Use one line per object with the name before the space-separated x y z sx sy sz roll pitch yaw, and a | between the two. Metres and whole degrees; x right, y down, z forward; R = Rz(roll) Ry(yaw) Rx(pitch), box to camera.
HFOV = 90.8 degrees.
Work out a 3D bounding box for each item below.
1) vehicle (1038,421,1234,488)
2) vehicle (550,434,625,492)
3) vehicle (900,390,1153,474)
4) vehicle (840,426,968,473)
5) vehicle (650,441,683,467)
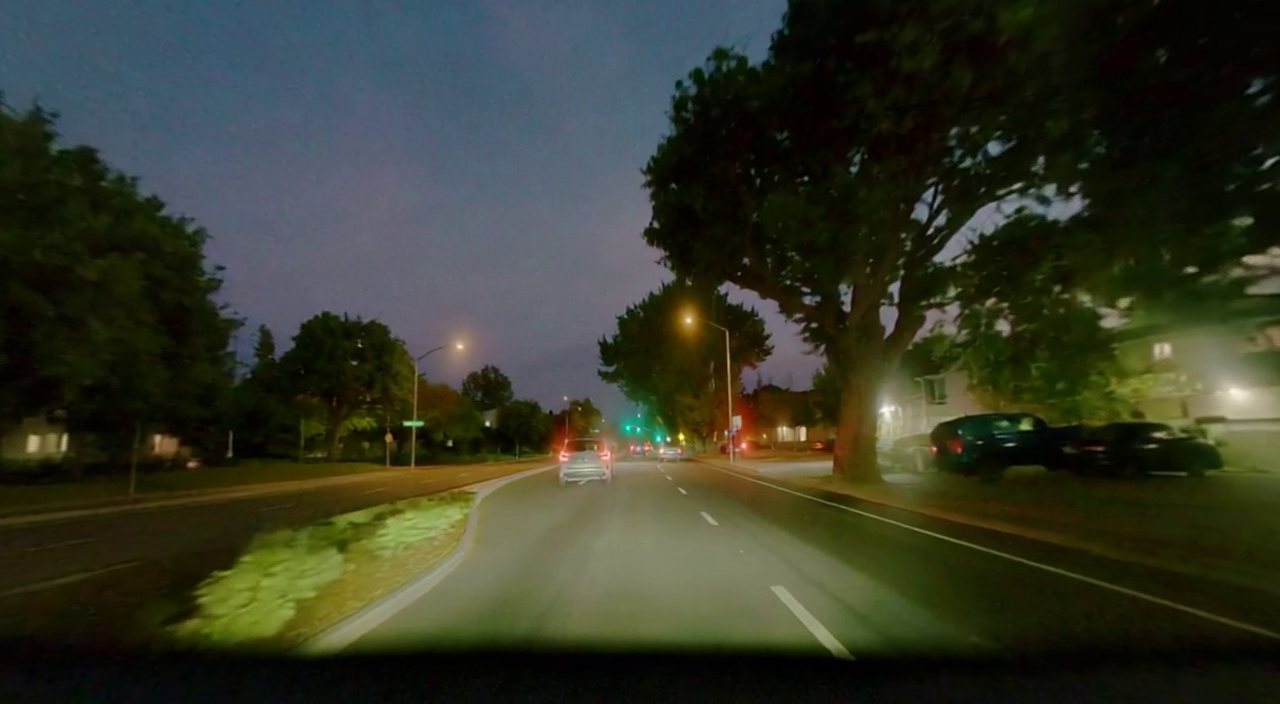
vehicle | 12.028 2.483 15.462 1.740 1.431 3.431 8 -11 -42
vehicle | -1.754 3.650 21.229 2.205 1.706 4.904 1 -8 -5
vehicle | 11.781 2.573 19.749 2.483 2.209 6.171 8 -12 -43
vehicle | 11.327 4.214 27.295 4.560 1.842 2.048 -9 -12 43
vehicle | 1.685 6.753 41.884 2.003 1.614 4.072 0 -8 0
